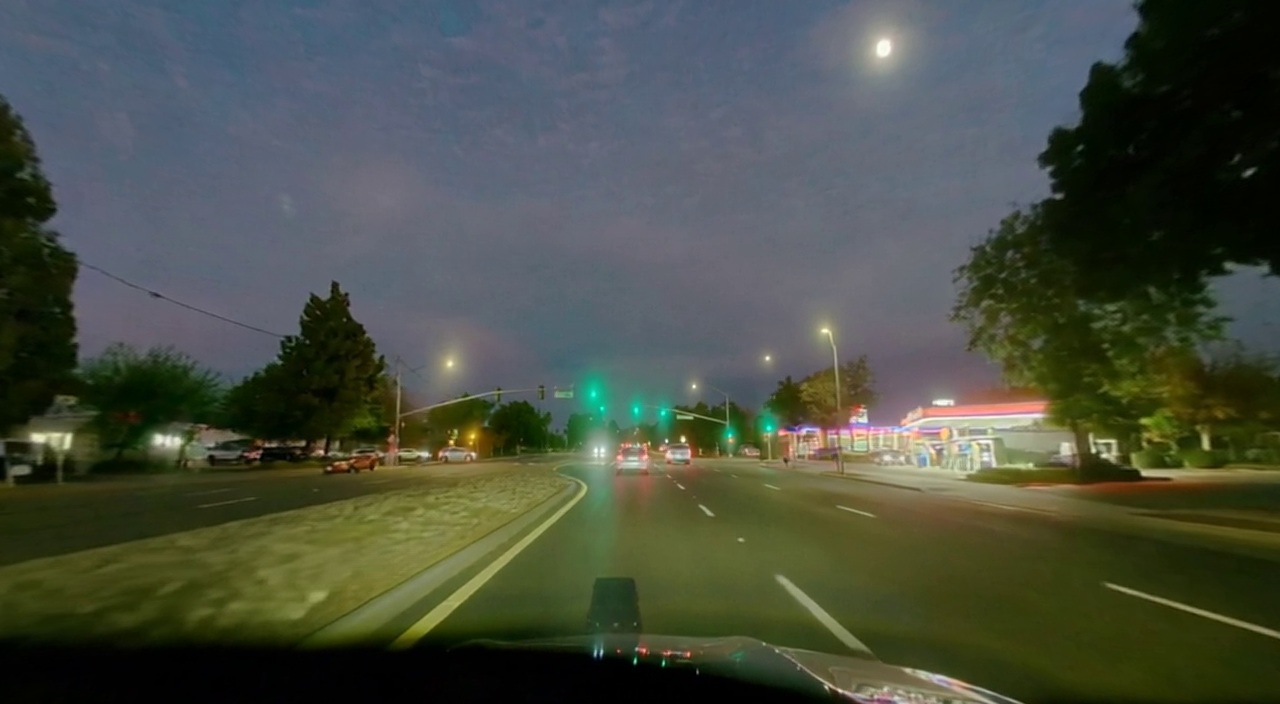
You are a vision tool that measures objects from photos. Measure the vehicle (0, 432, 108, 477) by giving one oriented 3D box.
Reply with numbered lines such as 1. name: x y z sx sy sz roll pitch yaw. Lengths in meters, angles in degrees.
1. vehicle: -30.655 5.136 31.772 5.713 2.148 2.107 0 -9 4

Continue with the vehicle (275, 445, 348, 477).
1. vehicle: -19.139 6.356 36.881 1.967 1.680 4.396 -1 -9 -1

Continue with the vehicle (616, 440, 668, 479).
1. vehicle: 0.058 4.684 27.664 2.145 1.572 4.021 0 -9 -1

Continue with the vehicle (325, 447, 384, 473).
1. vehicle: -19.136 7.237 42.402 1.920 1.638 4.299 0 -9 0

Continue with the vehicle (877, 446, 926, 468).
1. vehicle: 20.258 8.156 48.977 1.950 1.519 4.860 -3 -9 4

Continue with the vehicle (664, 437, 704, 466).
1. vehicle: 3.350 7.830 49.482 2.731 2.101 6.047 0 -9 0

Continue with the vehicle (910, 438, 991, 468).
1. vehicle: 20.441 6.695 41.839 2.254 1.804 5.953 -1 -9 -1
